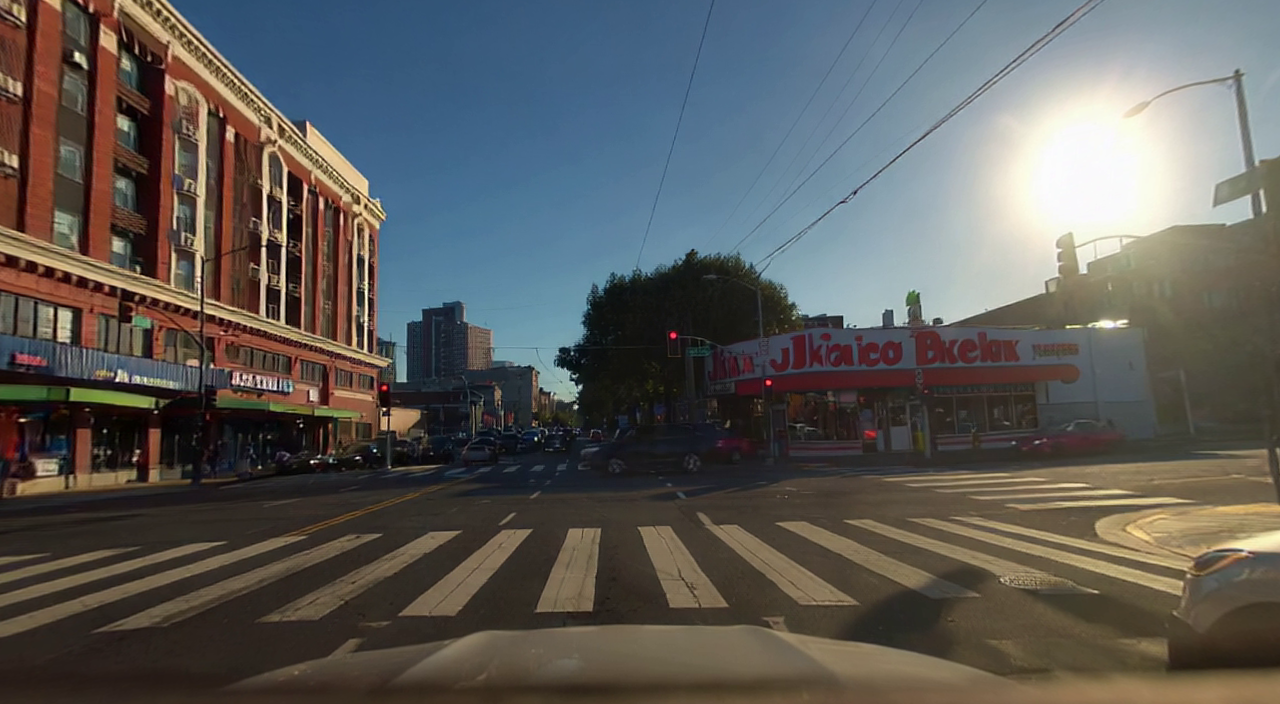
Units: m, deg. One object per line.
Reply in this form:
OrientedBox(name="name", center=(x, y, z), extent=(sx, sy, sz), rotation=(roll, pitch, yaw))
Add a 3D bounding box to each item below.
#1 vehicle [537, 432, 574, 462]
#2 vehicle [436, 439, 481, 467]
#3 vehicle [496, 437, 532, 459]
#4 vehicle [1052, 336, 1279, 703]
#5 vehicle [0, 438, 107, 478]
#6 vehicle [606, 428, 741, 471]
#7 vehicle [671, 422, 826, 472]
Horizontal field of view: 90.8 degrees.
OrientedBox(name="vehicle", center=(-5.124, 5.803, 38.678), extent=(1.976, 1.683, 4.117), rotation=(0, -8, -4))
OrientedBox(name="vehicle", center=(-10.933, 6.095, 38.233), extent=(1.885, 1.545, 4.124), rotation=(1, -8, -6))
OrientedBox(name="vehicle", center=(-8.707, 6.682, 43.918), extent=(1.906, 1.402, 4.904), rotation=(0, -8, -5))
OrientedBox(name="vehicle", center=(3.006, 0.609, 0.880), extent=(1.866, 1.654, 4.354), rotation=(0, -8, 0))
OrientedBox(name="vehicle", center=(-31.551, 5.583, 33.479), extent=(2.205, 1.903, 5.877), rotation=(1, -9, -10))
OrientedBox(name="vehicle", center=(1.151, 3.527, 23.037), extent=(4.643, 1.476, 1.820), rotation=(1, -9, -8))
OrientedBox(name="vehicle", center=(3.478, 3.100, 20.670), extent=(4.612, 1.521, 1.811), rotation=(1, -9, -9))
